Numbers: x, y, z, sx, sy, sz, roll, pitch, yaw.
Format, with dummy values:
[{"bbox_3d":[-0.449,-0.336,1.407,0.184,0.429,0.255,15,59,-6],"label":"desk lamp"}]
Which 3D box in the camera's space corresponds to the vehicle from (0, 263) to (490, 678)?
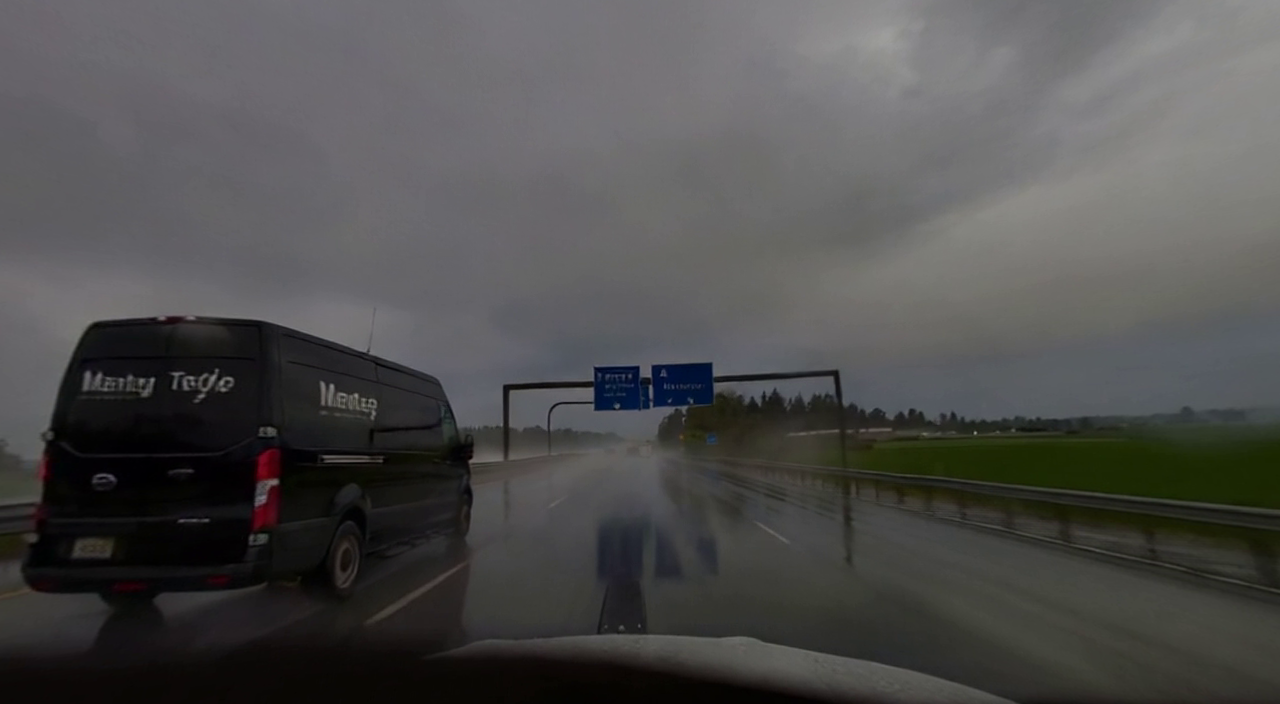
[{"bbox_3d":[-3.815,1.230,7.546,2.320,2.636,7.021,0,-9,0],"label":"vehicle"}]
